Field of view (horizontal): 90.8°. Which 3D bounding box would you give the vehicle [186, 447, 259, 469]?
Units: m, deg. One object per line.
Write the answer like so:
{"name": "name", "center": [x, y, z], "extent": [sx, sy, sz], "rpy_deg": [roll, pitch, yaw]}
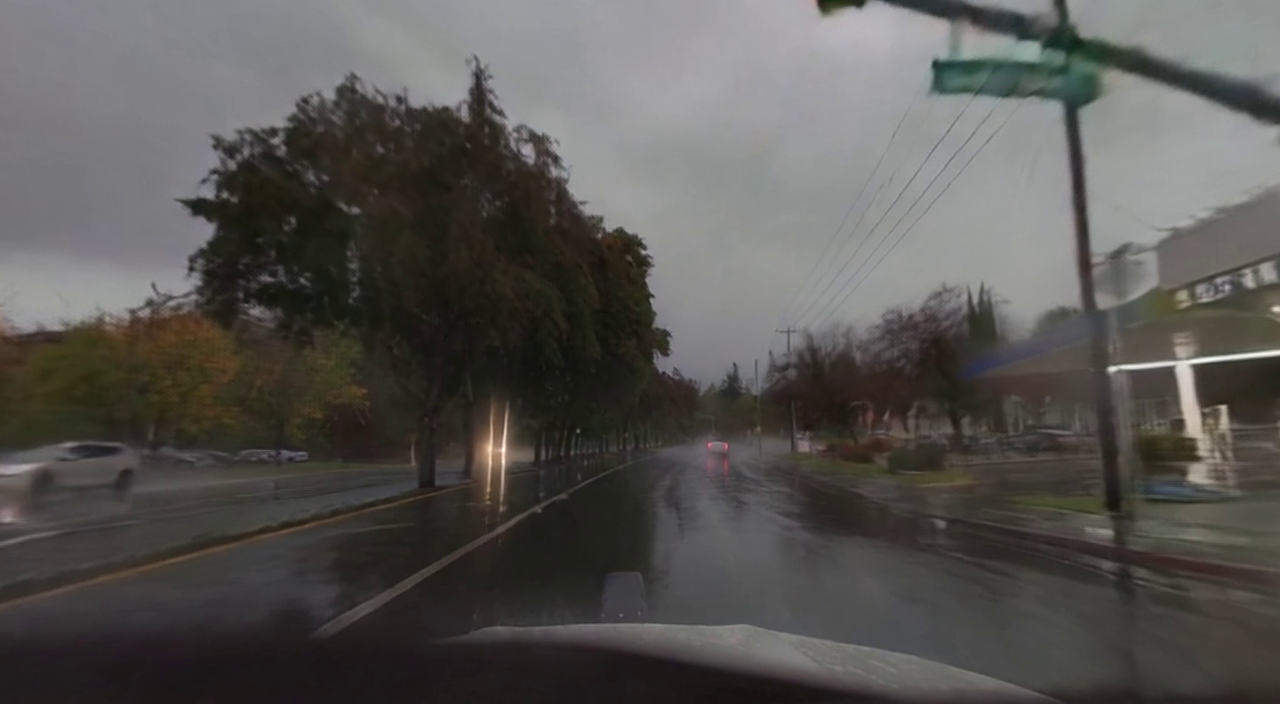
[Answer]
{"name": "vehicle", "center": [-29.943, 7.624, 45.480], "extent": [1.884, 1.490, 4.627], "rpy_deg": [-1, -9, 3]}

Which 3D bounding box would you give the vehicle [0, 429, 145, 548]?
{"name": "vehicle", "center": [-9.127, 1.725, 7.924], "extent": [2.023, 1.498, 4.605], "rpy_deg": [0, -9, 1]}

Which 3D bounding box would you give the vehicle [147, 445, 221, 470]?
{"name": "vehicle", "center": [-32.651, 7.559, 45.390], "extent": [2.051, 1.639, 4.354], "rpy_deg": [-2, -9, 1]}
